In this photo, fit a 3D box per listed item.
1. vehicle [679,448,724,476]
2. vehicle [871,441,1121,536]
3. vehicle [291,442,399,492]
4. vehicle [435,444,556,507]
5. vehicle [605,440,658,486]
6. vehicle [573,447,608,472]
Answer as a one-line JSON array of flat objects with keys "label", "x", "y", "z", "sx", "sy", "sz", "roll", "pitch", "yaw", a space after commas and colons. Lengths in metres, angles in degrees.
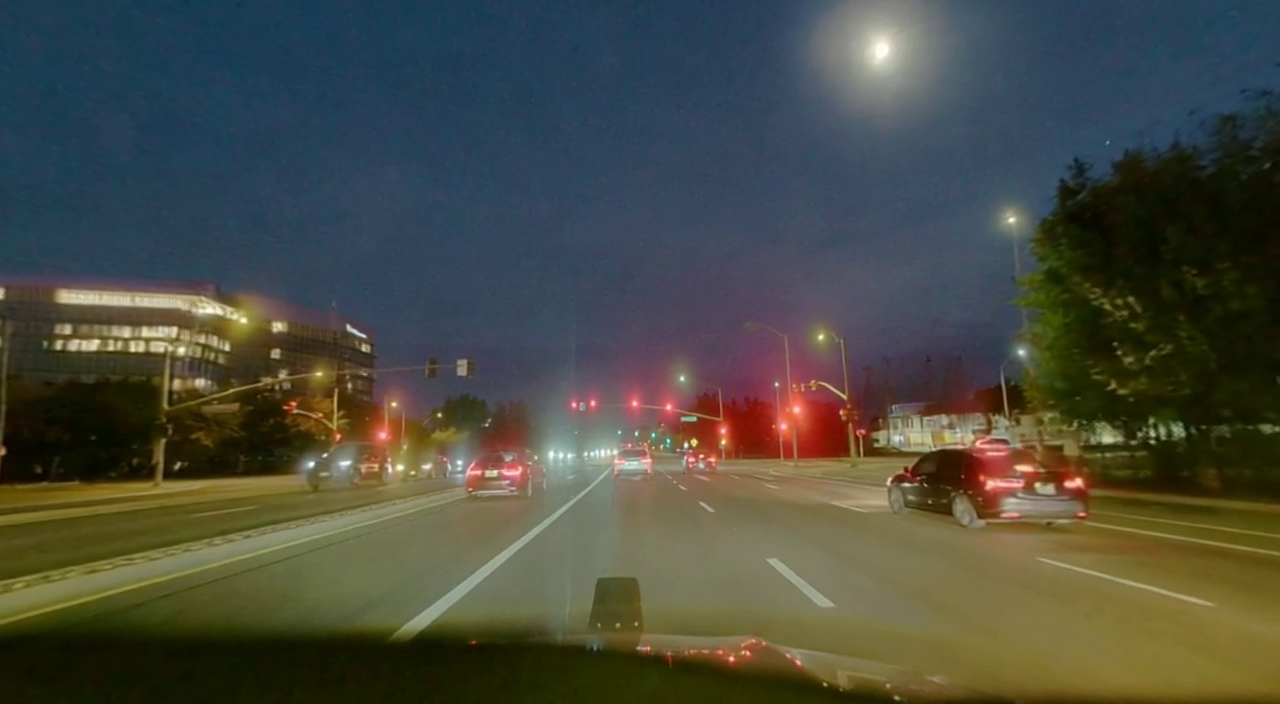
[{"label": "vehicle", "x": 3.403, "y": 6.148, "z": 35.561, "sx": 2.014, "sy": 1.430, "sz": 4.103, "roll": 0, "pitch": -8, "yaw": -1}, {"label": "vehicle", "x": 6.367, "y": 2.459, "z": 12.129, "sx": 2.028, "sy": 1.451, "sz": 4.625, "roll": 0, "pitch": -8, "yaw": -1}, {"label": "vehicle", "x": -10.961, "y": 4.272, "z": 23.876, "sx": 2.026, "sy": 1.706, "sz": 4.041, "roll": 0, "pitch": -8, "yaw": 2}, {"label": "vehicle", "x": -3.744, "y": 3.263, "z": 17.282, "sx": 2.163, "sy": 1.474, "sz": 4.413, "roll": 0, "pitch": -8, "yaw": 2}, {"label": "vehicle", "x": -0.310, "y": 4.512, "z": 26.076, "sx": 2.008, "sy": 1.716, "sz": 4.125, "roll": 0, "pitch": -8, "yaw": 0}, {"label": "vehicle", "x": -3.130, "y": 6.904, "z": 40.793, "sx": 2.002, "sy": 1.502, "sz": 4.057, "roll": 0, "pitch": -8, "yaw": -1}]
